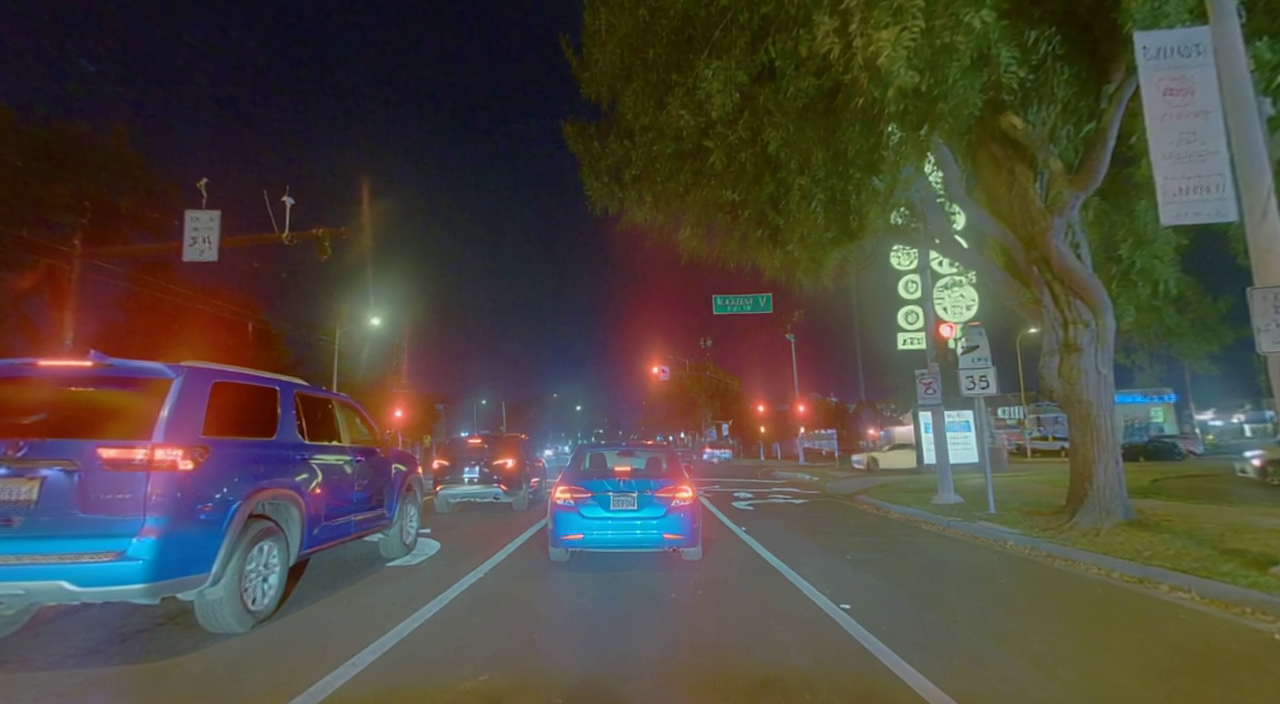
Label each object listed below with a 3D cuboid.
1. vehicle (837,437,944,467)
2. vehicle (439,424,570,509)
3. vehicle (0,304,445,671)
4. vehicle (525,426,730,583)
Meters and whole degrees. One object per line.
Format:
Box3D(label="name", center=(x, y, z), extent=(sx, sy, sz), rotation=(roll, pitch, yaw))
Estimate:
Box3D(label="vehicle", center=(12.968, 5.219, 32.728), extent=(4.809, 1.476, 1.845), rotation=(-1, -9, 4))
Box3D(label="vehicle", center=(-2.928, 2.595, 14.602), extent=(2.047, 1.664, 4.148), rotation=(0, -8, 1))
Box3D(label="vehicle", center=(-3.815, 1.128, 6.204), extent=(2.152, 2.118, 5.066), rotation=(0, -8, 0))
Box3D(label="vehicle", center=(-0.158, 1.776, 8.165), extent=(1.966, 1.481, 4.146), rotation=(0, -8, -1))
